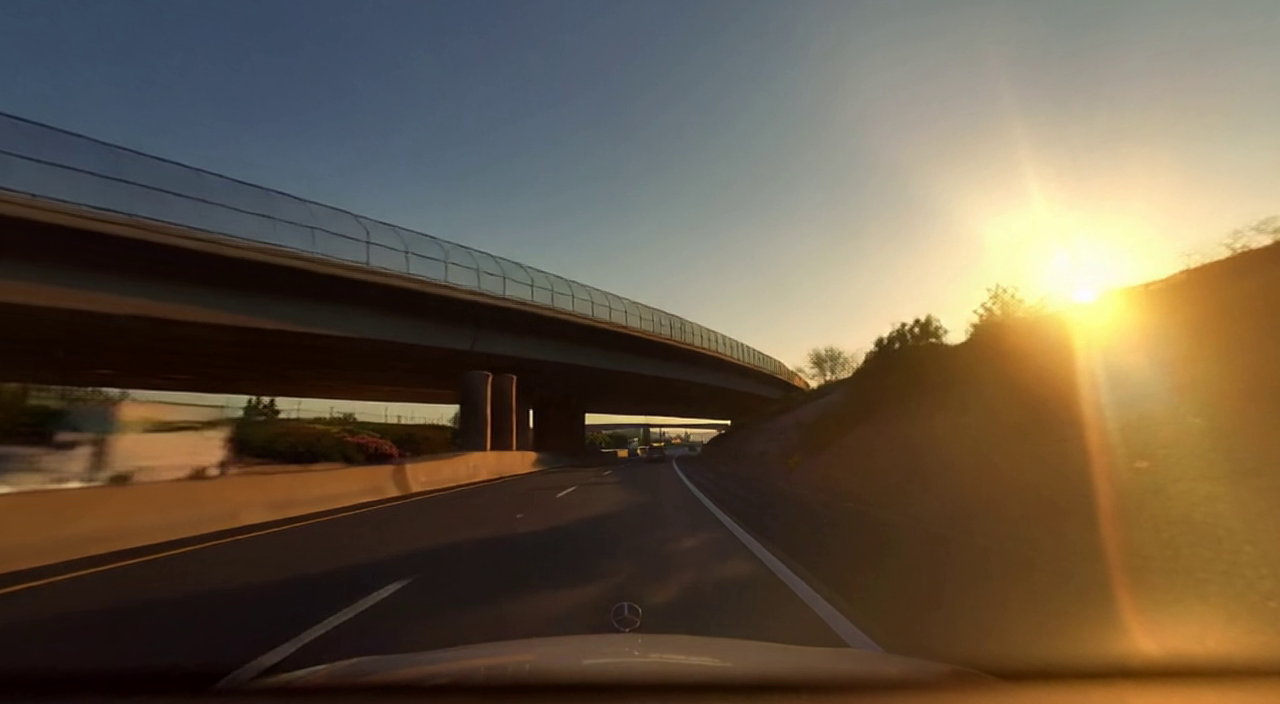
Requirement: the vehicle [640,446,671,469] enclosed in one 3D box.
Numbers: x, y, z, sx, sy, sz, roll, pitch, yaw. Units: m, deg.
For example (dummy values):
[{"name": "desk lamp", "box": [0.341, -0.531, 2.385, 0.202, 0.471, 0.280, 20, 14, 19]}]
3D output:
[{"name": "vehicle", "box": [1.205, 7.862, 47.220, 2.221, 1.603, 4.149, -1, -9, 2]}]
